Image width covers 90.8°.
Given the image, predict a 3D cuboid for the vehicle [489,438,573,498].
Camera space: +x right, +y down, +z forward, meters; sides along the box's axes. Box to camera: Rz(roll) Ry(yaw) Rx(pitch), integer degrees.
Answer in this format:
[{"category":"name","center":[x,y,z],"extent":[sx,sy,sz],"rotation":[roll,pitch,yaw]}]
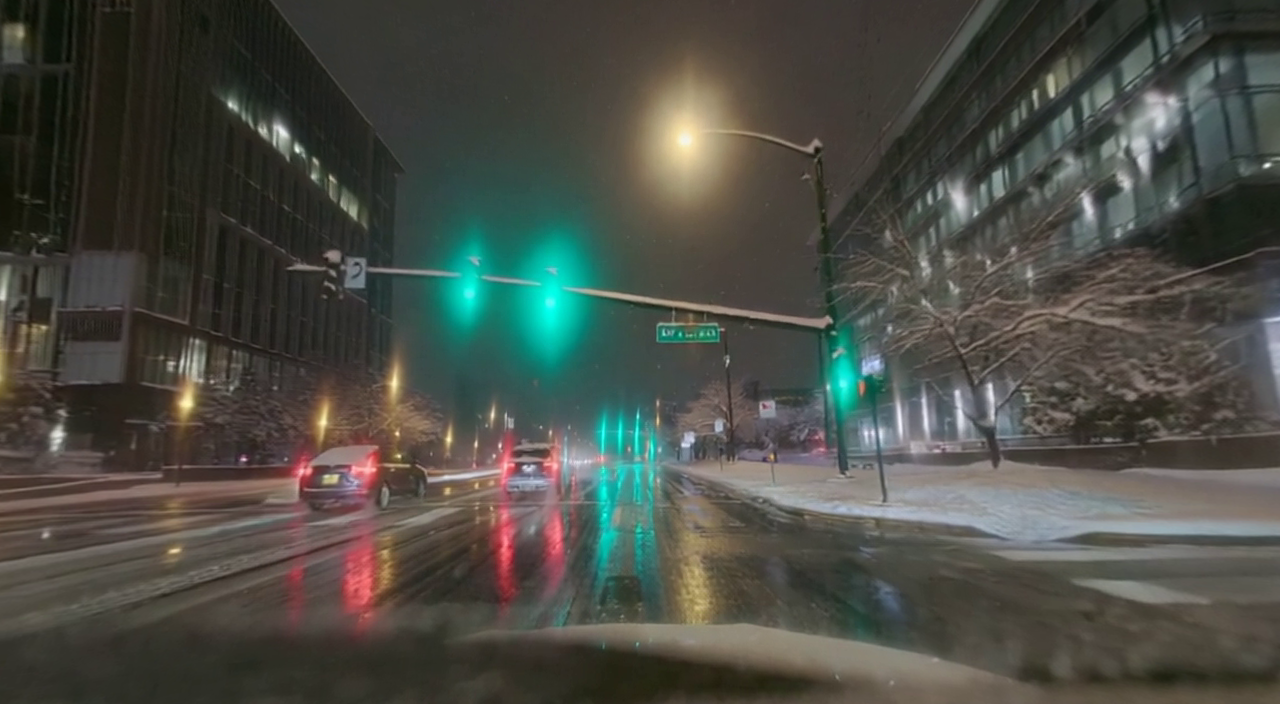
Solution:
[{"category":"vehicle","center":[-3.419,3.731,20.663],"extent":[2.052,1.729,4.195],"rotation":[0,-9,-1]}]

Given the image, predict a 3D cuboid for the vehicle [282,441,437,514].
[{"category":"vehicle","center":[-7.038,3.153,16.482],"extent":[1.909,1.605,4.561],"rotation":[0,-9,1]}]
